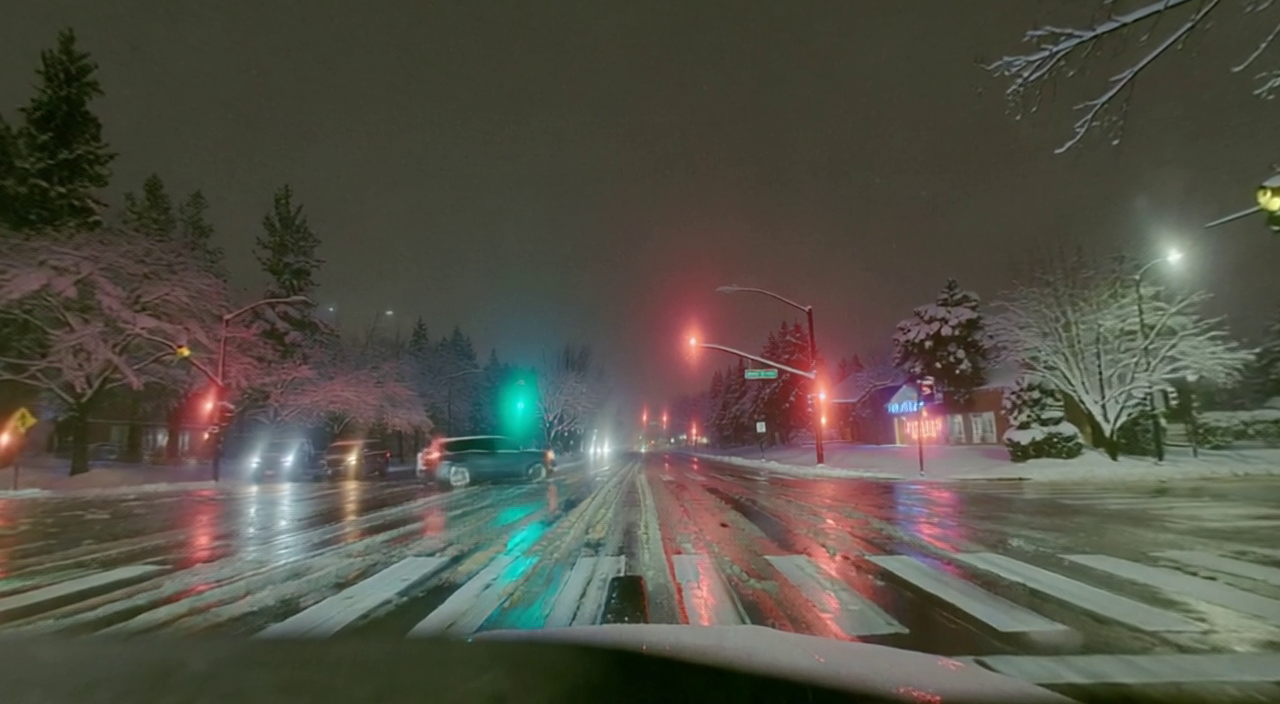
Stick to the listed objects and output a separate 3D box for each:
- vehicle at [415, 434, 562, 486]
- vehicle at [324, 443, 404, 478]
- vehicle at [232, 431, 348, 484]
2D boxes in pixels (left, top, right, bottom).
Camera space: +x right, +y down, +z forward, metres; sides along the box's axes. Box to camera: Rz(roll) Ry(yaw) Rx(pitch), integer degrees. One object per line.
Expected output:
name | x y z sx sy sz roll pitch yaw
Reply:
vehicle | -5.292 3.788 22.461 4.569 1.658 2.153 7 -11 -42
vehicle | -14.853 5.835 34.248 2.169 1.753 4.640 0 -8 1
vehicle | -18.600 5.626 33.988 2.557 2.580 5.856 -1 -8 4
